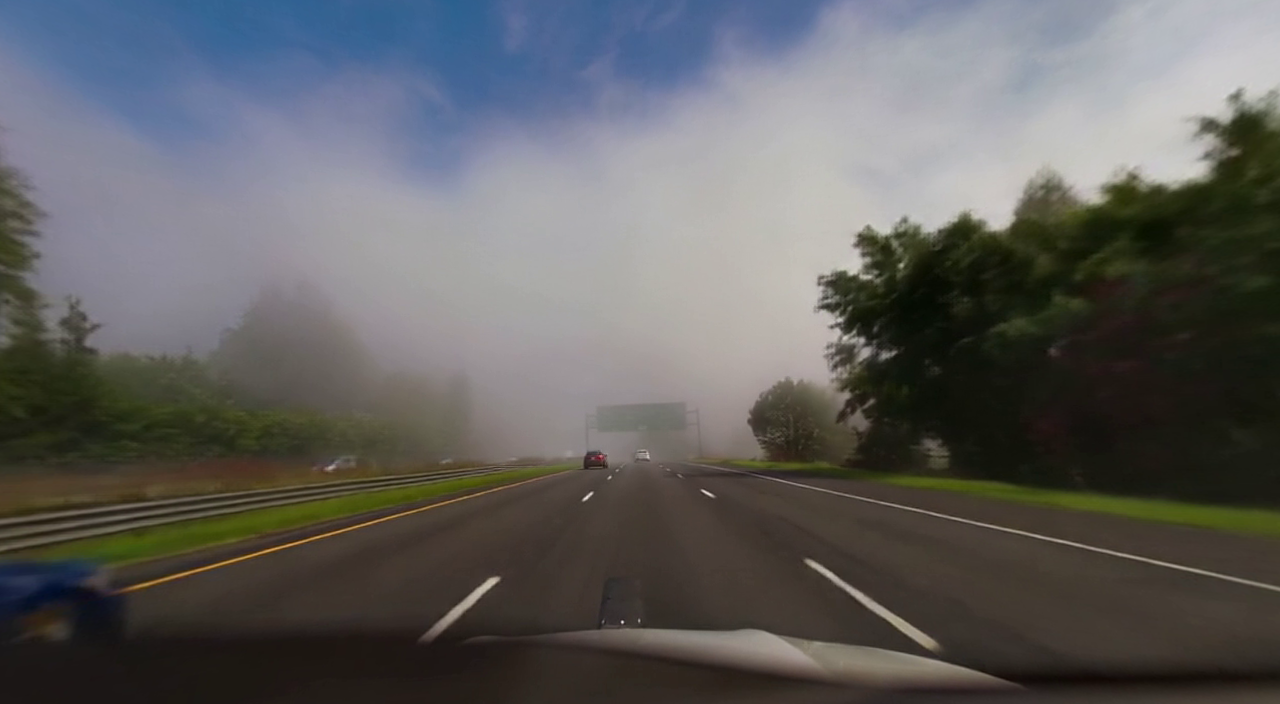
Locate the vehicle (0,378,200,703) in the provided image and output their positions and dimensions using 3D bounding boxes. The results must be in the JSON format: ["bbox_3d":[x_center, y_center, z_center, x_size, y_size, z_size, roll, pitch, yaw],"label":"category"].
[{"bbox_3d":[-3.570,0.716,1.306,2.028,1.584,4.481,0,-9,0],"label":"vehicle"}]

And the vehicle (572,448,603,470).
[{"bbox_3d":[-3.742,7.719,45.658,1.918,1.510,4.006,0,-9,0],"label":"vehicle"}]
